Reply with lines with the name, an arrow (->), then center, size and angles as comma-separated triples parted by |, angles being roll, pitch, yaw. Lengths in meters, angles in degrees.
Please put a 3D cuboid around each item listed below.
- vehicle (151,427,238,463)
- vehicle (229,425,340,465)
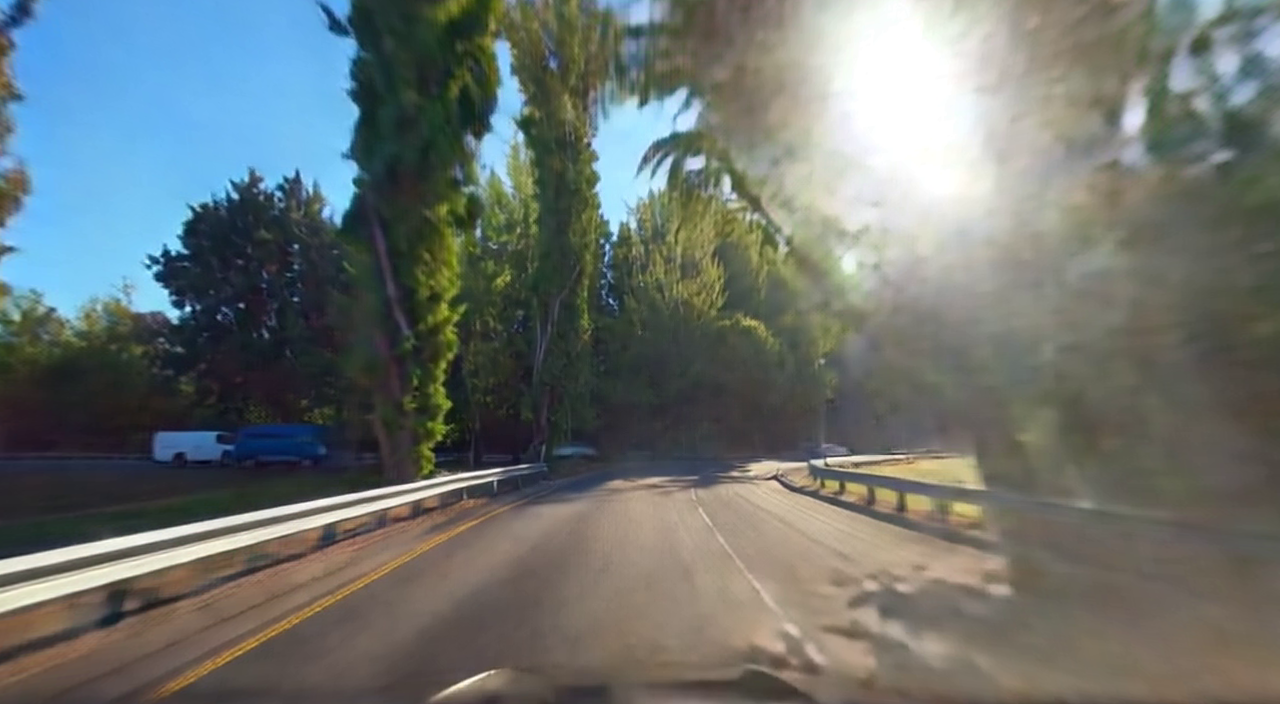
vehicle -> -33.677, 7.050, 47.802 | 4.784, 2.535, 2.203 | 1, -10, -19
vehicle -> -27.842, 7.306, 49.735 | 7.155, 2.942, 2.420 | 3, -8, -20
